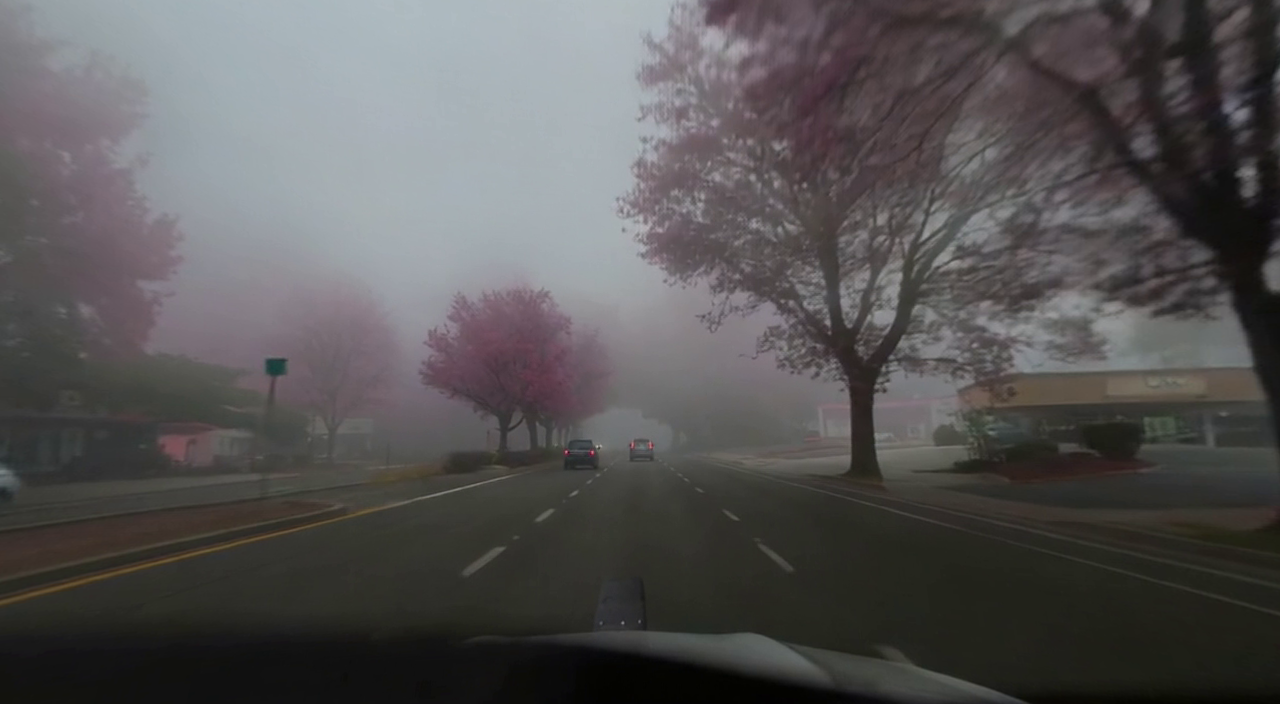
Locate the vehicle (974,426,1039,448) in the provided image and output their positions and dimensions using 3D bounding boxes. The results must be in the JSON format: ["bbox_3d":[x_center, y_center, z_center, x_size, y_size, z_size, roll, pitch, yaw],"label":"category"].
[{"bbox_3d":[25.430,5.908,43.702,1.728,1.443,4.505,1,-8,-1],"label":"vehicle"}]

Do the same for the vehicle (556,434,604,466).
[{"bbox_3d":[-3.647,6.065,38.930,2.453,1.844,4.751,0,-8,1],"label":"vehicle"}]

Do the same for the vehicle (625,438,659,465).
[{"bbox_3d":[0.104,6.473,41.052,2.149,1.701,4.379,0,-8,-1],"label":"vehicle"}]
